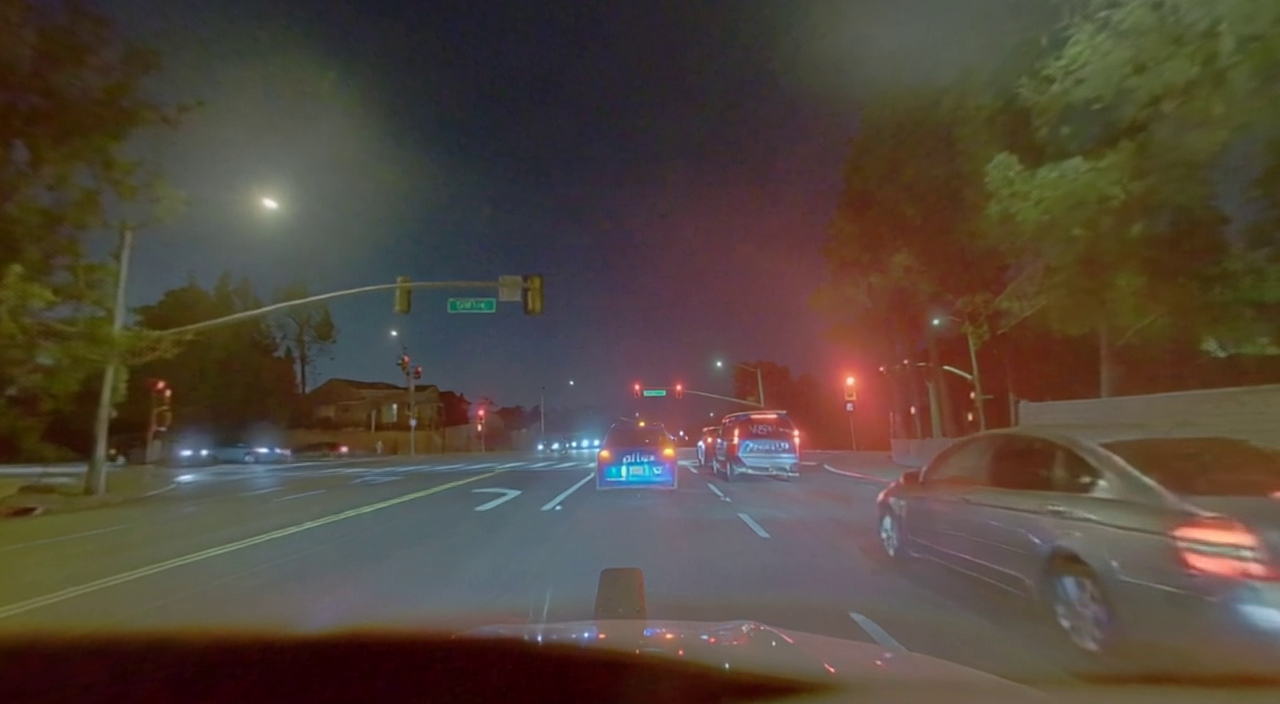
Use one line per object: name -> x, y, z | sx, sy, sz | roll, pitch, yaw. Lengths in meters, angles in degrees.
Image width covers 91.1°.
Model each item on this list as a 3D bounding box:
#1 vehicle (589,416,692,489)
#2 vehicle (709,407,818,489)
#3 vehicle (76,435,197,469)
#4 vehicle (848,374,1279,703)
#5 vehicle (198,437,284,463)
vehicle -> 0.046, 2.590, 16.383 | 2.321, 1.624, 4.367 | 0, -8, 1
vehicle -> 3.156, 2.583, 16.997 | 2.059, 1.924, 4.257 | 0, -8, 0
vehicle -> -28.219, 5.613, 35.356 | 4.757, 1.841, 2.121 | 1, -8, -7
vehicle -> 3.319, 1.166, 4.729 | 1.934, 1.506, 4.544 | 0, -8, 0
vehicle -> -25.073, 6.159, 39.567 | 4.073, 1.603, 1.920 | 1, -8, -8
